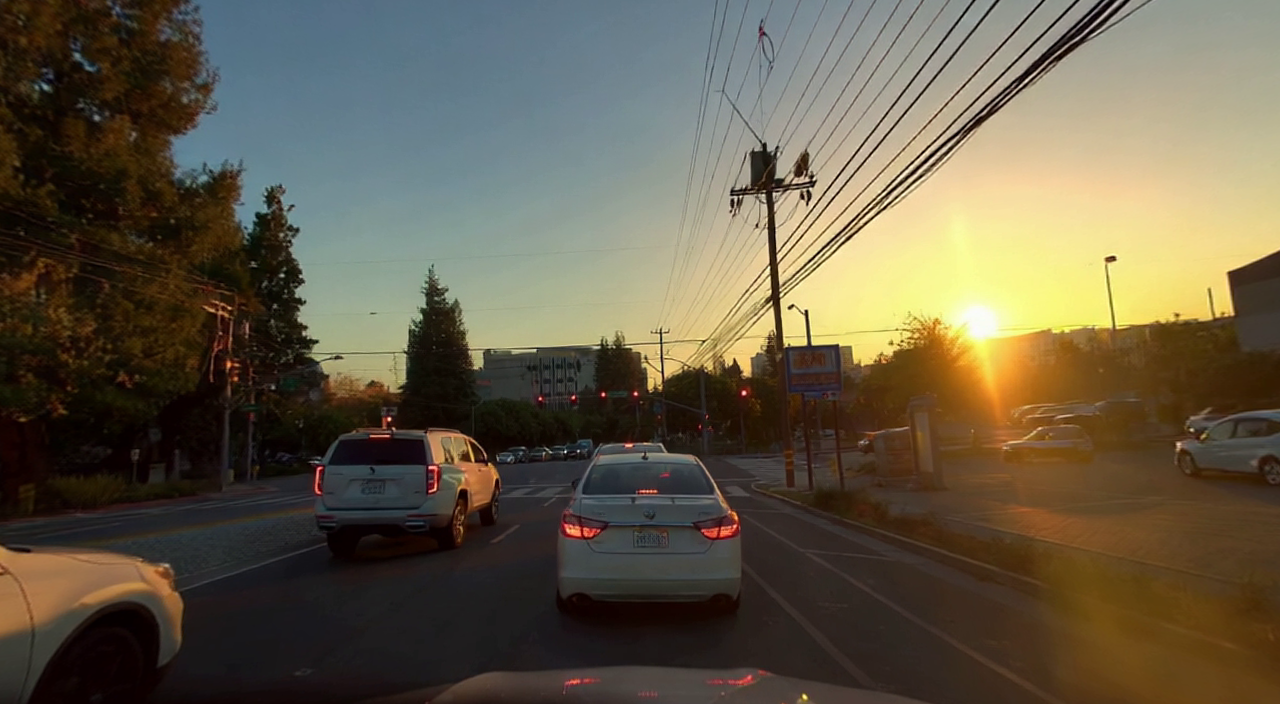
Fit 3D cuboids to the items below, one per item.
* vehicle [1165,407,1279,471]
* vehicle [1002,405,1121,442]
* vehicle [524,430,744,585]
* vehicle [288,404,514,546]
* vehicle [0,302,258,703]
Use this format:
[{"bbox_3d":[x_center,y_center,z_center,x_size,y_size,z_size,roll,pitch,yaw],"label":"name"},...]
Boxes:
[{"bbox_3d":[17.020,2.535,18.250,1.858,1.622,4.491,-5,-10,28],"label":"vehicle"},{"bbox_3d":[26.888,4.633,40.488,5.782,2.286,2.223,-1,-9,4],"label":"vehicle"},{"bbox_3d":[-0.105,1.800,8.145,2.121,1.474,3.968,0,-8,-2],"label":"vehicle"},{"bbox_3d":[-3.845,2.083,11.372,2.147,1.963,4.927,0,-8,0],"label":"vehicle"},{"bbox_3d":[-3.600,0.638,1.530,2.085,1.943,5.053,0,-8,1],"label":"vehicle"}]
